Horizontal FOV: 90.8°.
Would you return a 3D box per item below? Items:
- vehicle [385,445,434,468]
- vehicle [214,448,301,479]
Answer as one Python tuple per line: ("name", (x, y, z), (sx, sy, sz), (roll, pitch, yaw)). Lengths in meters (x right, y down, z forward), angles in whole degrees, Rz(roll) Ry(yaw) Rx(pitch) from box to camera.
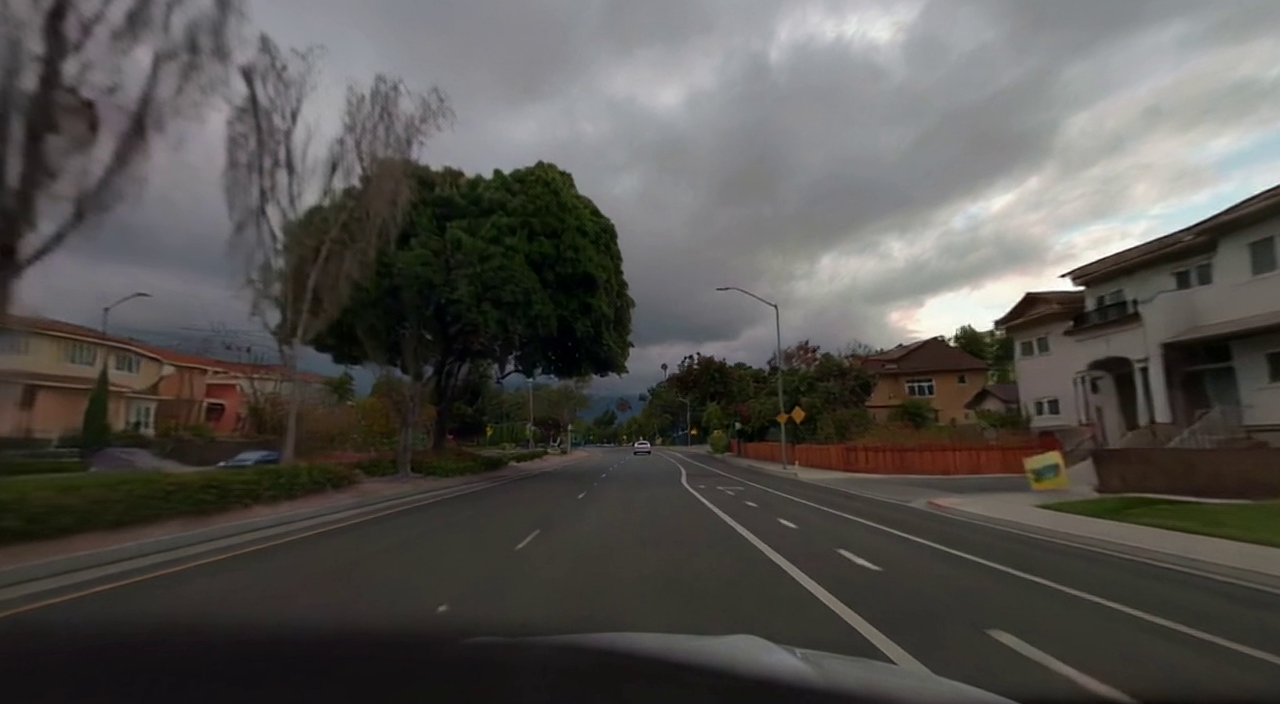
("vehicle", (-16.241, 7.389, 44.779), (1.773, 1.505, 4.280), (0, -9, 1))
("vehicle", (-20.285, 5.908, 33.760), (1.834, 1.464, 4.490), (0, -8, 0))
